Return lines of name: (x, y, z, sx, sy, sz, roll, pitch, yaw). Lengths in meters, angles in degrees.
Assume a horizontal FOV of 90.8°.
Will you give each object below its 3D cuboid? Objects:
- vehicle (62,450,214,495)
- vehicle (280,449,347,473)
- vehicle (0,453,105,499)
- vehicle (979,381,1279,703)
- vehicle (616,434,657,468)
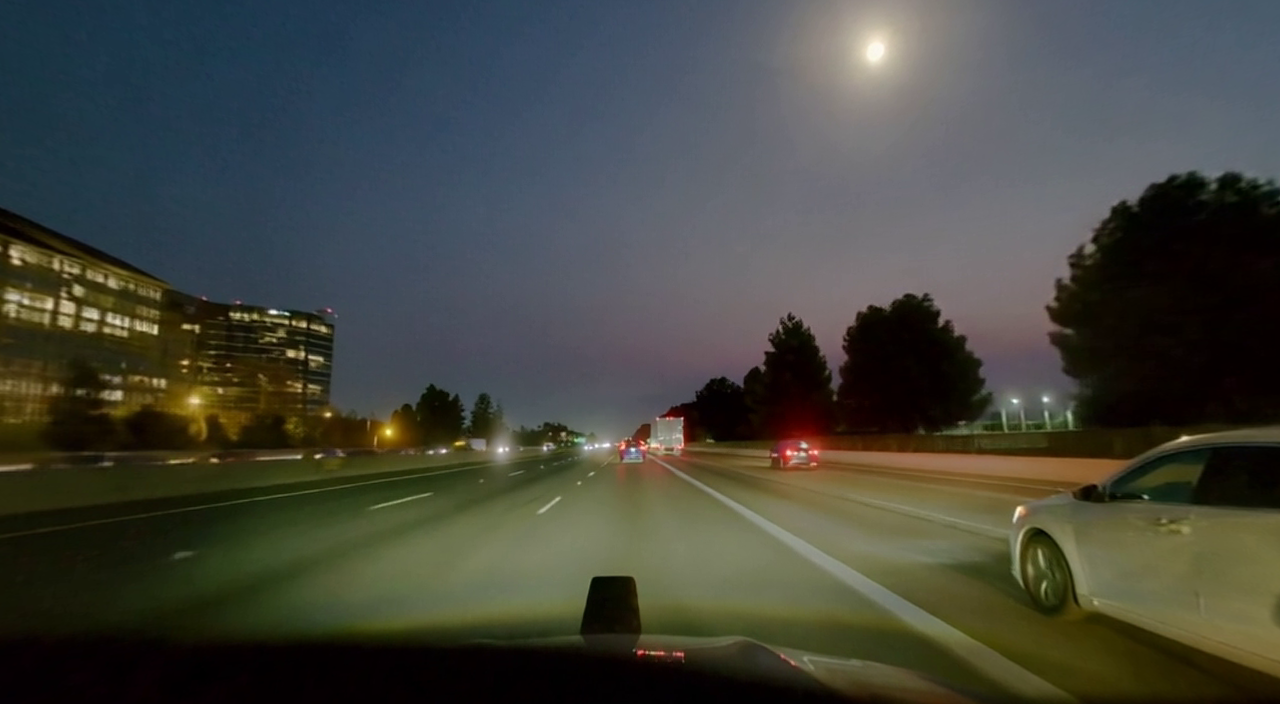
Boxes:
vehicle: (-18.133, 4.333, 23.169, 1.841, 1.447, 4.531, 0, -8, 0)
vehicle: (-22.396, 7.473, 43.567, 2.087, 1.499, 4.726, 0, -8, 1)
vehicle: (-21.974, 4.376, 22.575, 1.890, 1.454, 4.389, 0, -8, -1)
vehicle: (3.810, 0.956, 2.971, 1.950, 1.596, 4.326, 0, -8, -1)
vehicle: (-0.263, 5.932, 38.180, 2.297, 1.912, 4.355, 0, -8, -1)
